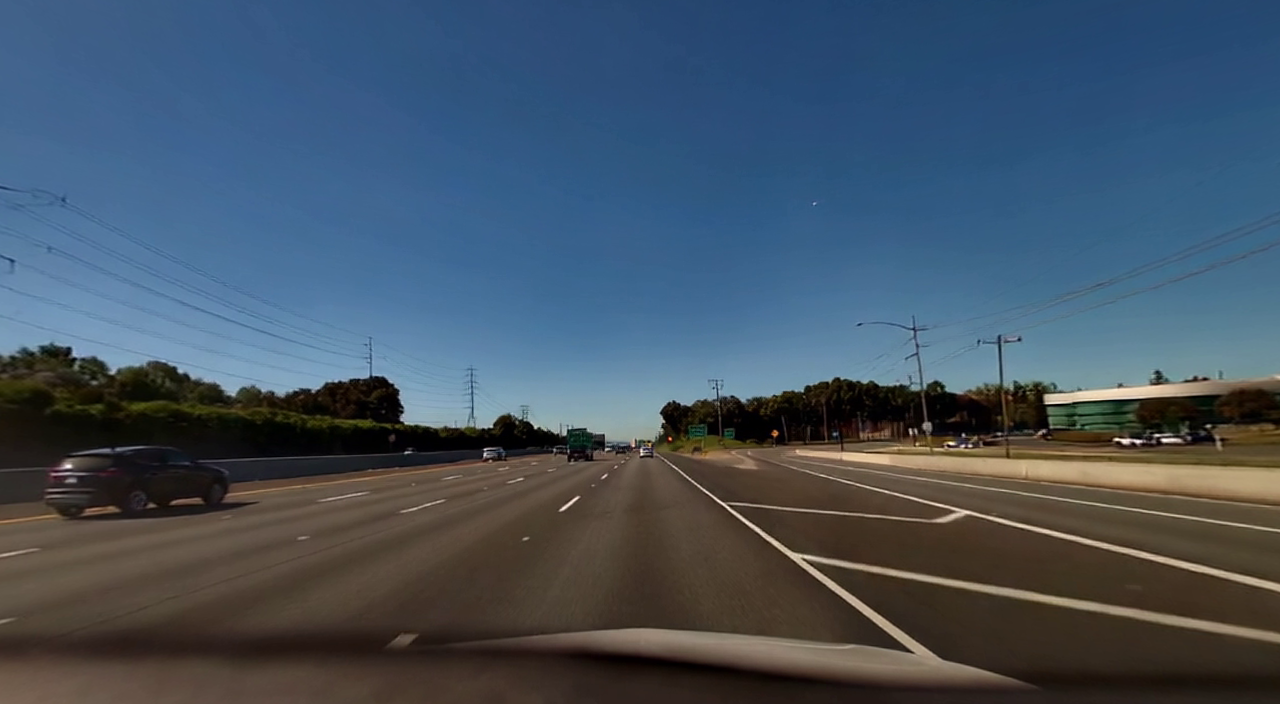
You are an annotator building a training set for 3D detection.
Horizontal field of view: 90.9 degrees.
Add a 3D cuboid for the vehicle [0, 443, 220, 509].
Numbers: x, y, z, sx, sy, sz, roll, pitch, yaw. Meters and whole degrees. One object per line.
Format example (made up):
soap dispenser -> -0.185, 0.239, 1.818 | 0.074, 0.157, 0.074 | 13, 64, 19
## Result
vehicle -> -13.616, 3.141, 16.602 | 1.988, 1.477, 4.442 | 0, -8, 1
